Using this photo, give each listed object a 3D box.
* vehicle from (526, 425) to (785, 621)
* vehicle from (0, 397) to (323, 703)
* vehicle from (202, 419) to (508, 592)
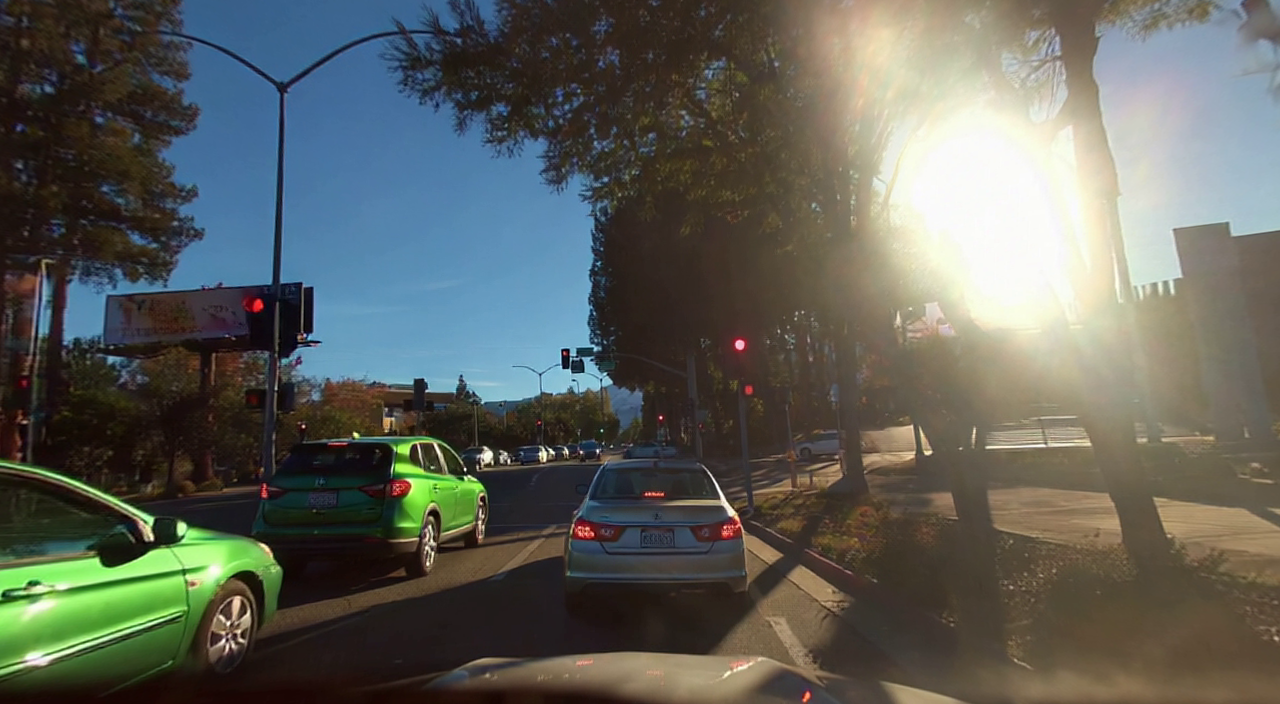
[{"bbox_3d":[0.053,1.575,6.622,1.977,1.467,3.474,0,-9,-2],"label":"vehicle"},{"bbox_3d":[-3.153,0.964,2.409,1.808,1.520,3.846,-1,-9,1],"label":"vehicle"},{"bbox_3d":[-3.170,1.790,8.132,1.950,1.628,4.082,-1,-9,1],"label":"vehicle"}]
